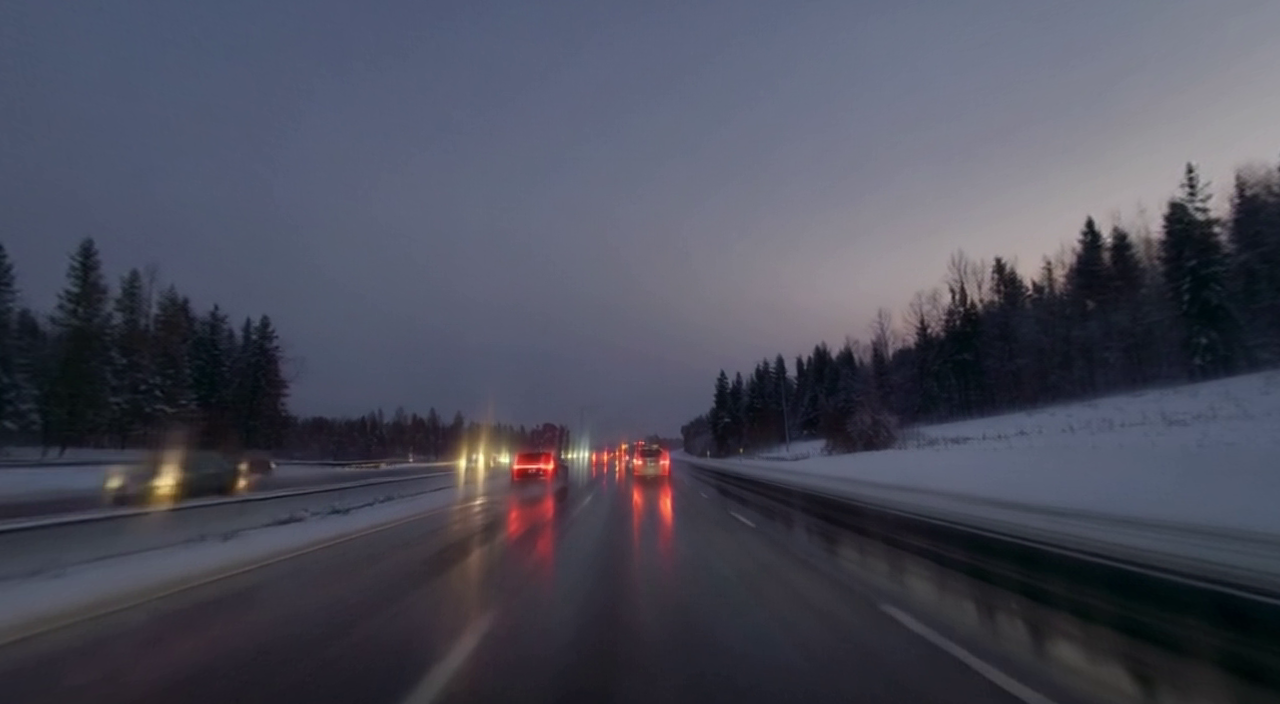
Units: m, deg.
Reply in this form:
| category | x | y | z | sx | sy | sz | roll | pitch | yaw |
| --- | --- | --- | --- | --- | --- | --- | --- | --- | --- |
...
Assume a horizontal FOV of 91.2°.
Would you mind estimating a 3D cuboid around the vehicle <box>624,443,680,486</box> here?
| category | x | y | z | sx | sy | sz | roll | pitch | yaw |
| --- | --- | --- | --- | --- | --- | --- | --- | --- | --- |
| vehicle | 0.399 | 4.443 | 24.954 | 2.015 | 1.526 | 4.286 | 0 | -9 | -1 |

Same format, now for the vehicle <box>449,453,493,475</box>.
| category | x | y | z | sx | sy | sz | roll | pitch | yaw |
| --- | --- | --- | --- | --- | --- | --- | --- | --- | --- |
| vehicle | -12.482 | 8.311 | 46.596 | 1.954 | 1.514 | 4.517 | -1 | -9 | 1 |

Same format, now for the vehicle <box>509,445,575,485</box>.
| category | x | y | z | sx | sy | sz | roll | pitch | yaw |
| --- | --- | --- | --- | --- | --- | --- | --- | --- | --- |
| vehicle | -3.955 | 4.630 | 26.001 | 1.940 | 1.502 | 4.463 | -1 | -9 | 1 |

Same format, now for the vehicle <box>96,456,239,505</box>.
| category | x | y | z | sx | sy | sz | roll | pitch | yaw |
| --- | --- | --- | --- | --- | --- | --- | --- | --- | --- |
| vehicle | -16.789 | 4.546 | 22.570 | 1.874 | 1.538 | 4.116 | 0 | -9 | 0 |
